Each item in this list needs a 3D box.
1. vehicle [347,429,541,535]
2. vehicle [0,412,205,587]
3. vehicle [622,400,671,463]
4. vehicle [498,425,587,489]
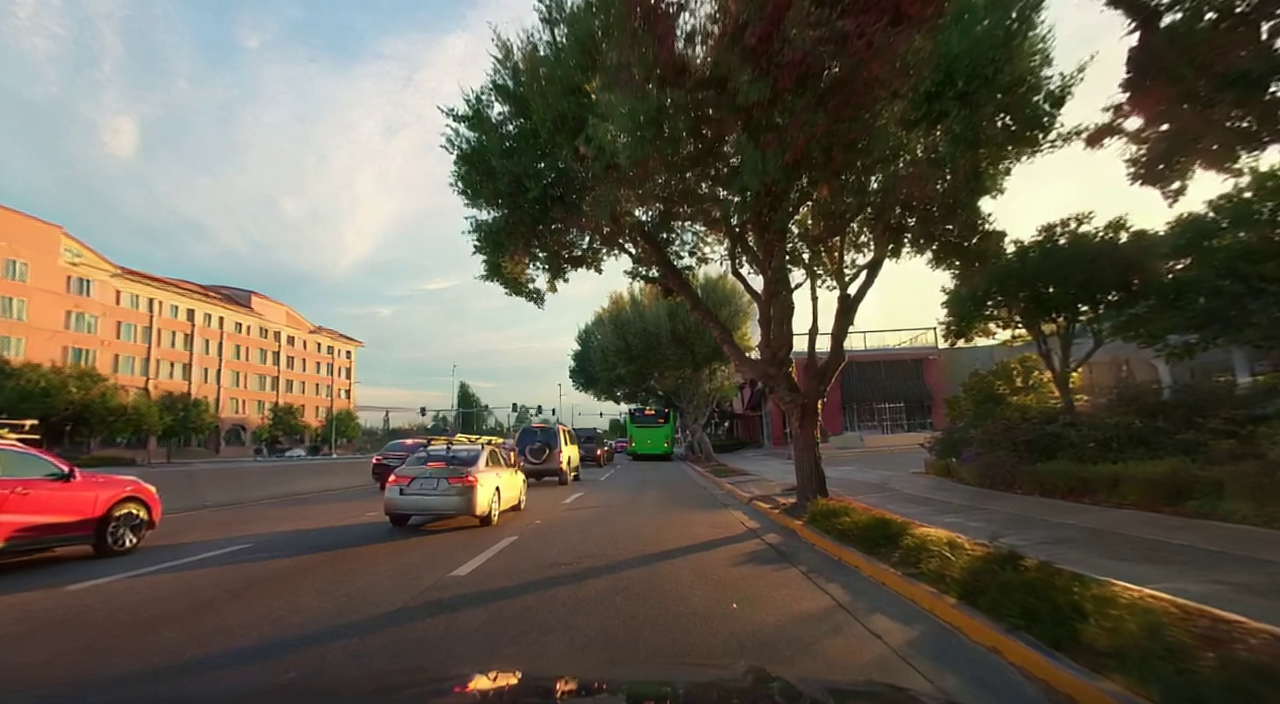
[{"bbox_3d":[-3.302,2.301,11.789,2.042,1.571,4.475,0,-9,2],"label":"vehicle"},{"bbox_3d":[-7.347,1.517,6.662,2.252,1.686,4.447,0,-9,1],"label":"vehicle"},{"bbox_3d":[0.531,5.837,45.155,2.970,3.857,12.200,0,-9,1],"label":"vehicle"},{"bbox_3d":[-3.150,3.539,21.599,2.095,1.892,5.043,0,-9,2],"label":"vehicle"}]
